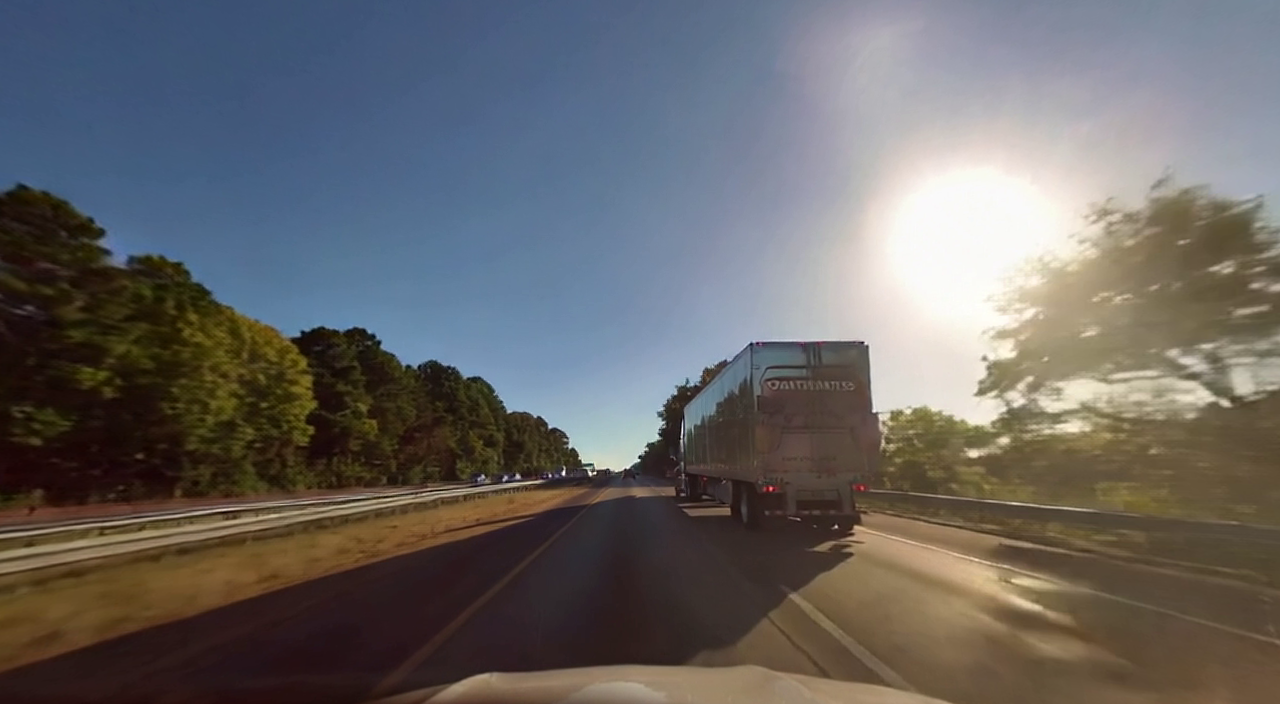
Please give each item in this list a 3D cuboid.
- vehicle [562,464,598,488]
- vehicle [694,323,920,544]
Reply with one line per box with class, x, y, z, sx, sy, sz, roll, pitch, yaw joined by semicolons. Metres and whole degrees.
vehicle;-4.309;8.992;45.771;2.180;1.556;4.895;1;-11;-1
vehicle;3.489;2.432;16.929;2.871;4.032;10.642;1;-11;-2
